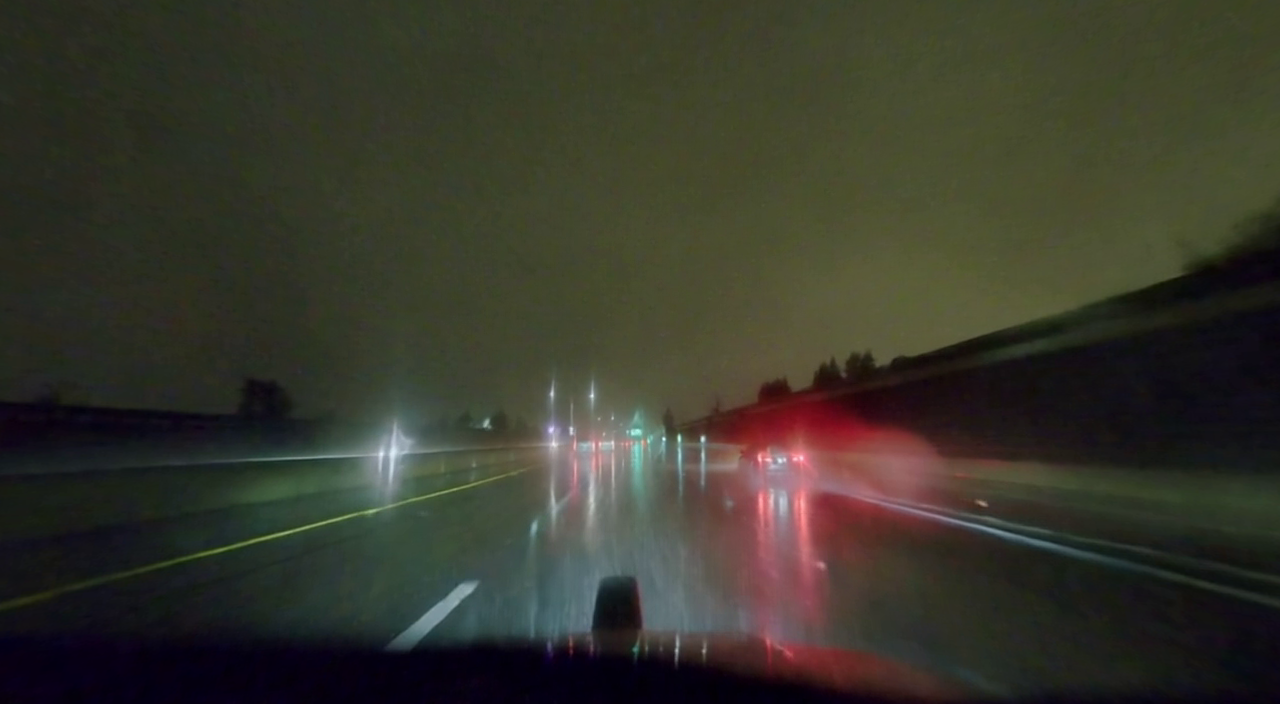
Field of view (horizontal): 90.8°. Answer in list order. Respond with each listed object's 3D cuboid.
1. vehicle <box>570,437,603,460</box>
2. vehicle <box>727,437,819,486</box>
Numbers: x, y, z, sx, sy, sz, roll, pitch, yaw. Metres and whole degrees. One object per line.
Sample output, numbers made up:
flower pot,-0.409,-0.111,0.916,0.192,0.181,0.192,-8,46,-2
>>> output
vehicle,-3.919,7.208,47.132,2.048,1.618,4.424,0,-9,0
vehicle,4.411,3.697,21.645,2.060,1.485,4.274,0,-9,-2
